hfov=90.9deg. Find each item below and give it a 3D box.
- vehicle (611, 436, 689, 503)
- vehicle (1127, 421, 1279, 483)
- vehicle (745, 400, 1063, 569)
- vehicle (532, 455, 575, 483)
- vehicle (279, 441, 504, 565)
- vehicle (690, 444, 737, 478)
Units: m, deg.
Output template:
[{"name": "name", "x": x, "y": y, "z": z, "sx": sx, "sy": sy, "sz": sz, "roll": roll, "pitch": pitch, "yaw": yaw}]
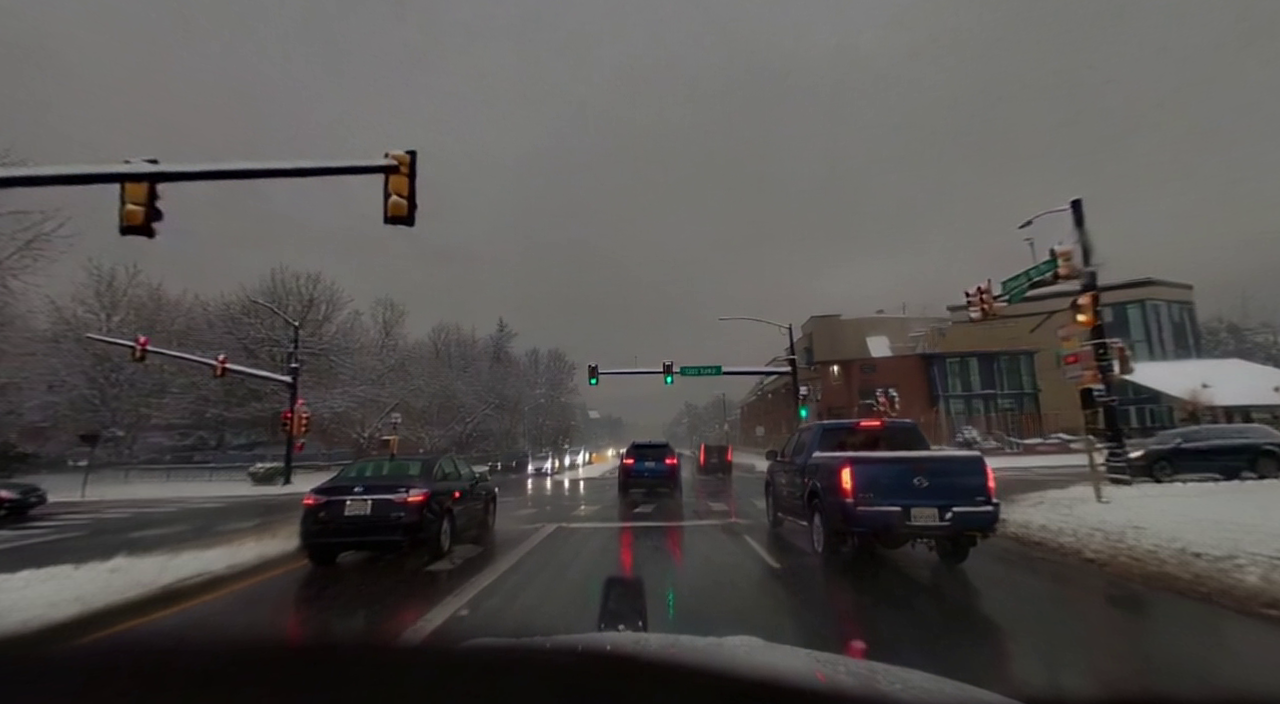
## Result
[{"name": "vehicle", "x": 0.317, "y": 3.441, "z": 18.963, "sx": 2.113, "sy": 1.768, "sz": 3.901, "roll": -1, "pitch": -8, "yaw": 2}, {"name": "vehicle", "x": 19.860, "y": 3.378, "z": 21.658, "sx": 4.437, "sy": 1.863, "sz": 2.068, "roll": -2, "pitch": -6, "yaw": 1}, {"name": "vehicle", "x": 3.422, "y": 1.884, "z": 10.008, "sx": 2.571, "sy": 1.857, "sz": 5.841, "roll": 0, "pitch": -8, "yaw": 1}, {"name": "vehicle", "x": -5.187, "y": 7.084, "z": 38.383, "sx": 1.882, "sy": 1.342, "sz": 3.755, "roll": -5, "pitch": -8, "yaw": 2}, {"name": "vehicle", "x": -3.586, "y": 2.208, "z": 10.235, "sx": 1.909, "sy": 1.476, "sz": 4.751, "roll": 0, "pitch": -8, "yaw": -3}, {"name": "vehicle", "x": 4.556, "y": 6.880, "z": 40.242, "sx": 2.408, "sy": 1.908, "sz": 5.355, "roll": 0, "pitch": -8, "yaw": 1}]
